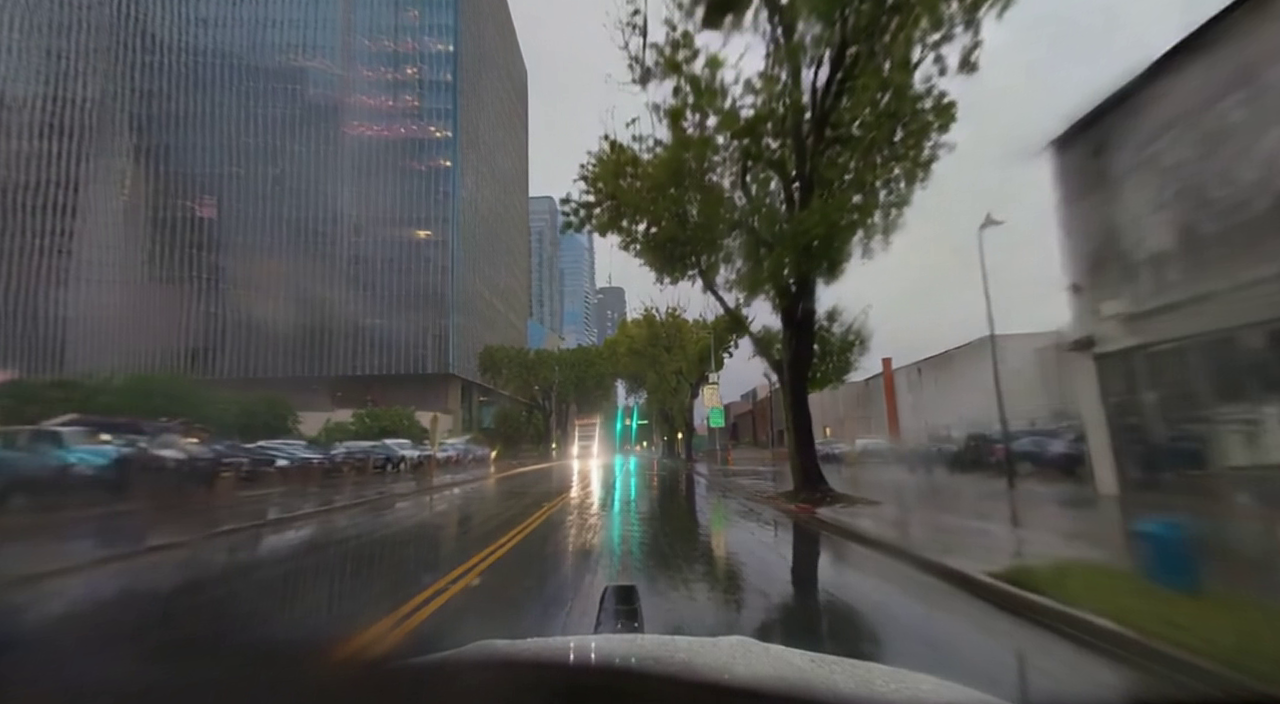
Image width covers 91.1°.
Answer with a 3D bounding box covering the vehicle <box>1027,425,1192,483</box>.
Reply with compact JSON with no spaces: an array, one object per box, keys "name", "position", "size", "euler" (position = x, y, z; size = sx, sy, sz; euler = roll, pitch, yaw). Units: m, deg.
[{"name":"vehicle","position":[14.491,3.143,19.575],"size":[3.627,1.567,1.774],"euler":[-2,-7,1]}]
